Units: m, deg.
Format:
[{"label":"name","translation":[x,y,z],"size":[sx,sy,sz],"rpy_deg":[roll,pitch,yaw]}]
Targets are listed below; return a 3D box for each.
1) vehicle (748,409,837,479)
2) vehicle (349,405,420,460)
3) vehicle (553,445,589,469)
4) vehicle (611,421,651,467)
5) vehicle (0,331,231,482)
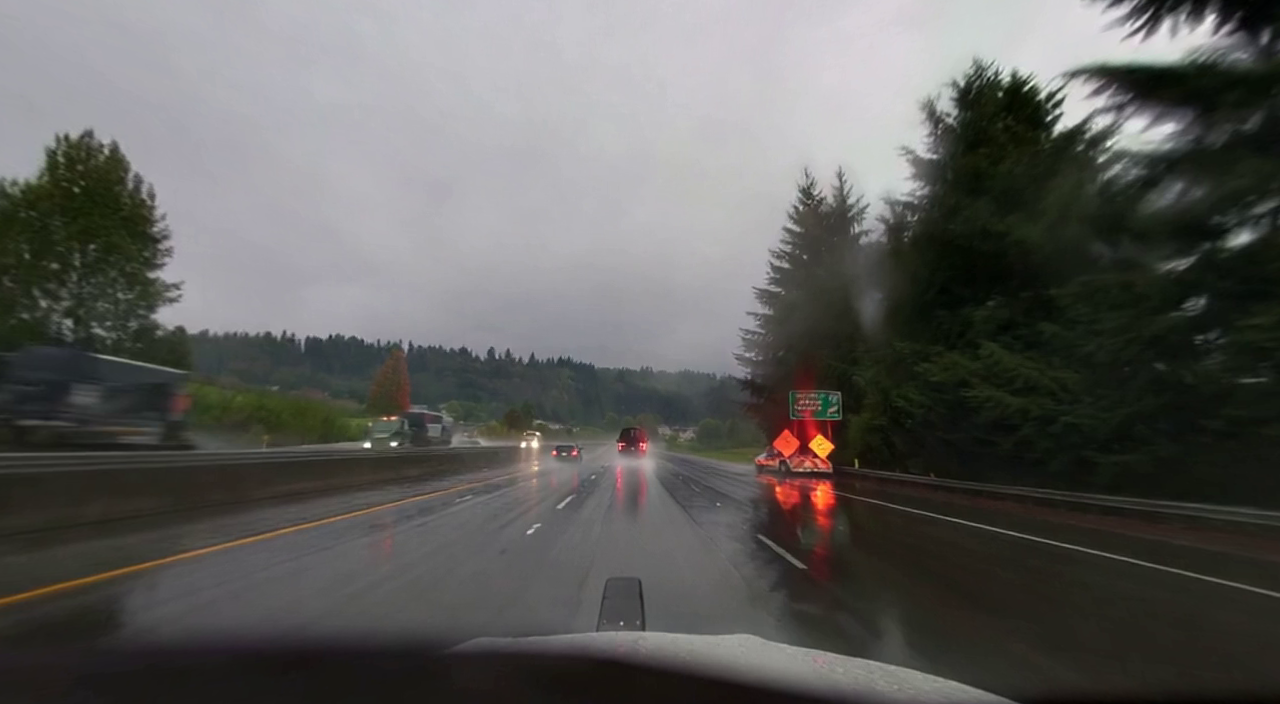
[{"label":"vehicle","translation":[6.855,4.272,29.215],"size":[2.419,2.874,6.010],"rpy_deg":[0,-9,-2]},{"label":"vehicle","translation":[-19.324,6.224,48.181],"size":[2.930,3.933,5.854],"rpy_deg":[0,-9,-1]},{"label":"vehicle","translation":[-4.476,6.886,41.498],"size":[1.991,1.484,4.110],"rpy_deg":[0,-9,-1]},{"label":"vehicle","translation":[-0.753,6.732,45.843],"size":[2.672,3.056,6.900],"rpy_deg":[0,-9,-2]},{"label":"vehicle","translation":[-19.217,2.029,20.786],"size":[2.881,4.150,13.071],"rpy_deg":[0,-9,-1]}]
